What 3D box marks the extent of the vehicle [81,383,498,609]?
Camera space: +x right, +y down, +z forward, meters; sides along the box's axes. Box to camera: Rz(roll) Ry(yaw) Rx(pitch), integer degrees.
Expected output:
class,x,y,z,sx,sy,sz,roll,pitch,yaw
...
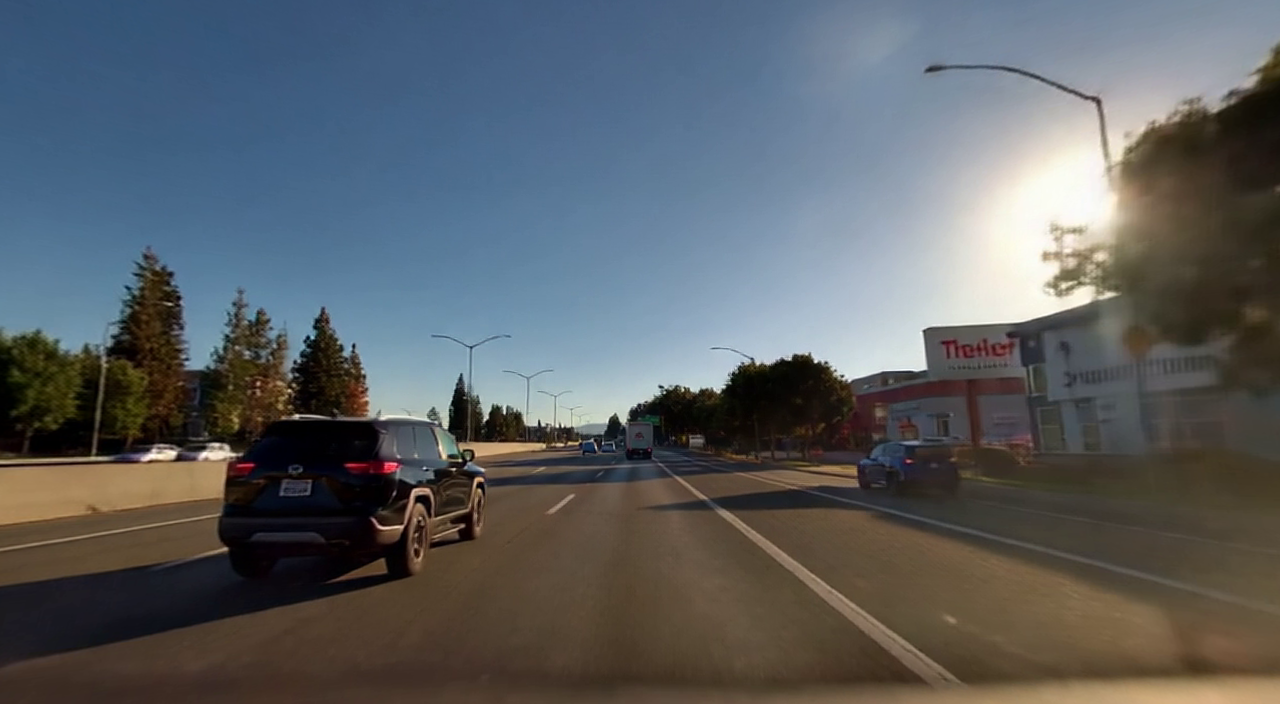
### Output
class,x,y,z,sx,sy,sz,roll,pitch,yaw
vehicle,-3.412,1.533,7.632,2.178,1.826,4.933,0,-9,0

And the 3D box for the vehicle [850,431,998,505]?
class,x,y,z,sx,sy,sz,roll,pitch,yaw
vehicle,7.235,2.972,16.554,1.958,1.681,4.109,0,-9,0

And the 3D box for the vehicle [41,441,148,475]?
class,x,y,z,sx,sy,sz,roll,pitch,yaw
vehicle,-28.733,5.597,33.281,1.895,1.654,4.190,0,-9,0
